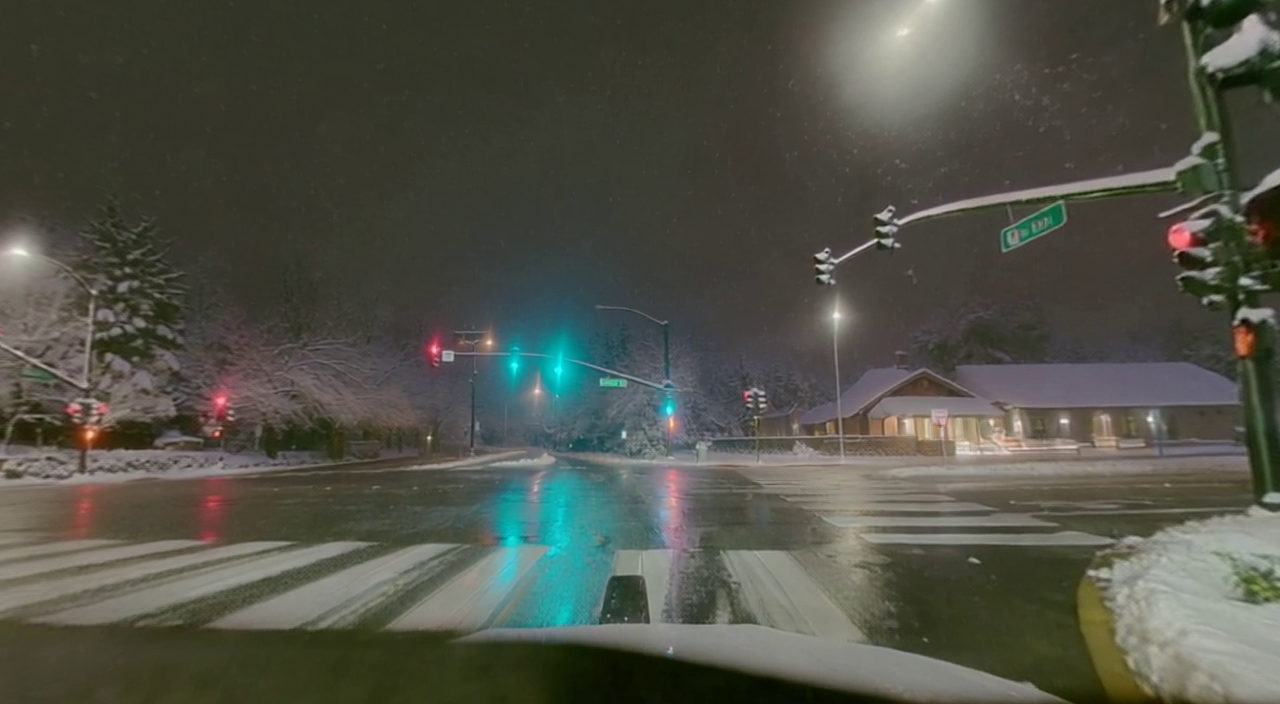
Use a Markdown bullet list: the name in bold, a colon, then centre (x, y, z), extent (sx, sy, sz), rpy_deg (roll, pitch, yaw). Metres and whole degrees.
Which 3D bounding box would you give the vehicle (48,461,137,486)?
- **vehicle**: centre (-36.142, 8.001, 41.673), extent (4.241, 1.413, 1.673), rpy_deg (-2, -7, -2)

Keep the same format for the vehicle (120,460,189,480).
- **vehicle**: centre (-35.897, 8.716, 46.665), extent (3.681, 1.423, 1.680), rpy_deg (0, -8, -1)
